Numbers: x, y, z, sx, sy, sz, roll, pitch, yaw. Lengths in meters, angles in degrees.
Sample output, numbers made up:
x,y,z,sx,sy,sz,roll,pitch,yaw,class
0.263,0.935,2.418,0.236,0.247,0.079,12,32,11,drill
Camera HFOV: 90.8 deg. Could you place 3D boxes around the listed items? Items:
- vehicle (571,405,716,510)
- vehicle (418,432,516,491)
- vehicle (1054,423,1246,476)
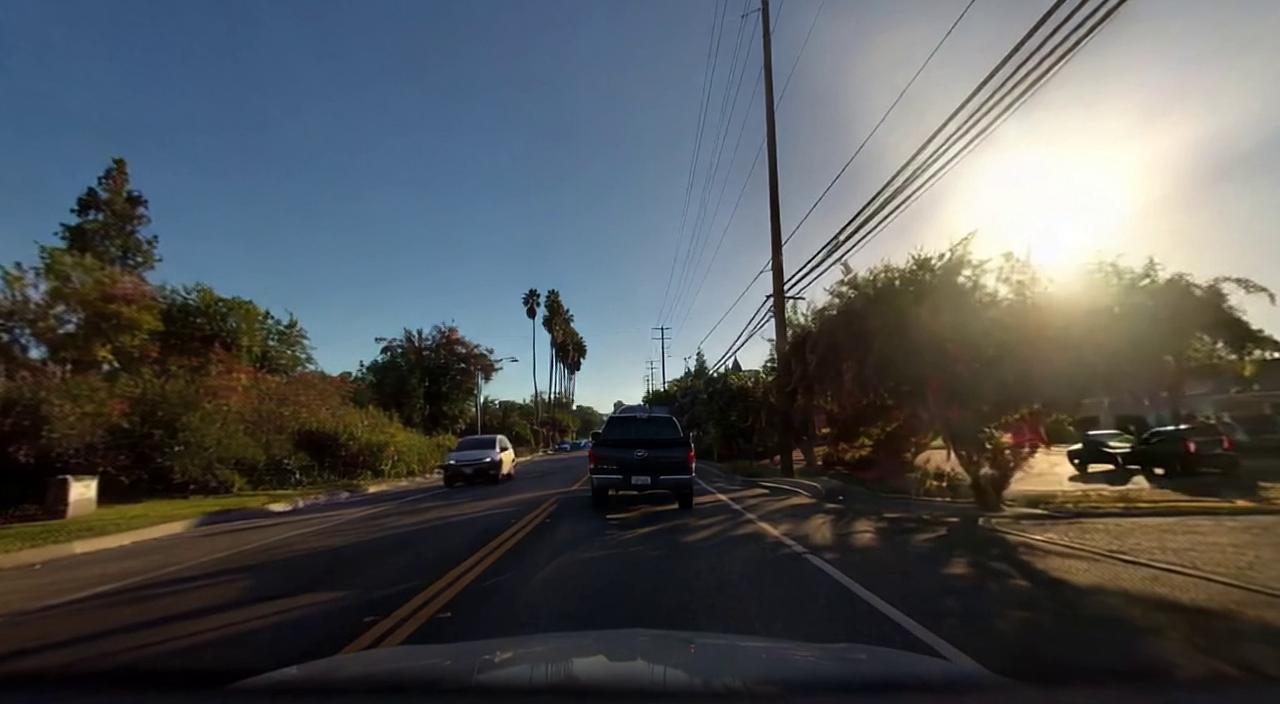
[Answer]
x,y,z,sx,sy,sz,roll,pitch,yaw,class
-0.011,2.500,15.415,2.848,2.047,5.885,0,-8,-2,vehicle
-5.499,3.527,20.717,2.140,1.706,4.229,0,-8,-2,vehicle
20.314,3.950,25.740,2.277,1.836,6.267,0,-9,-4,vehicle
